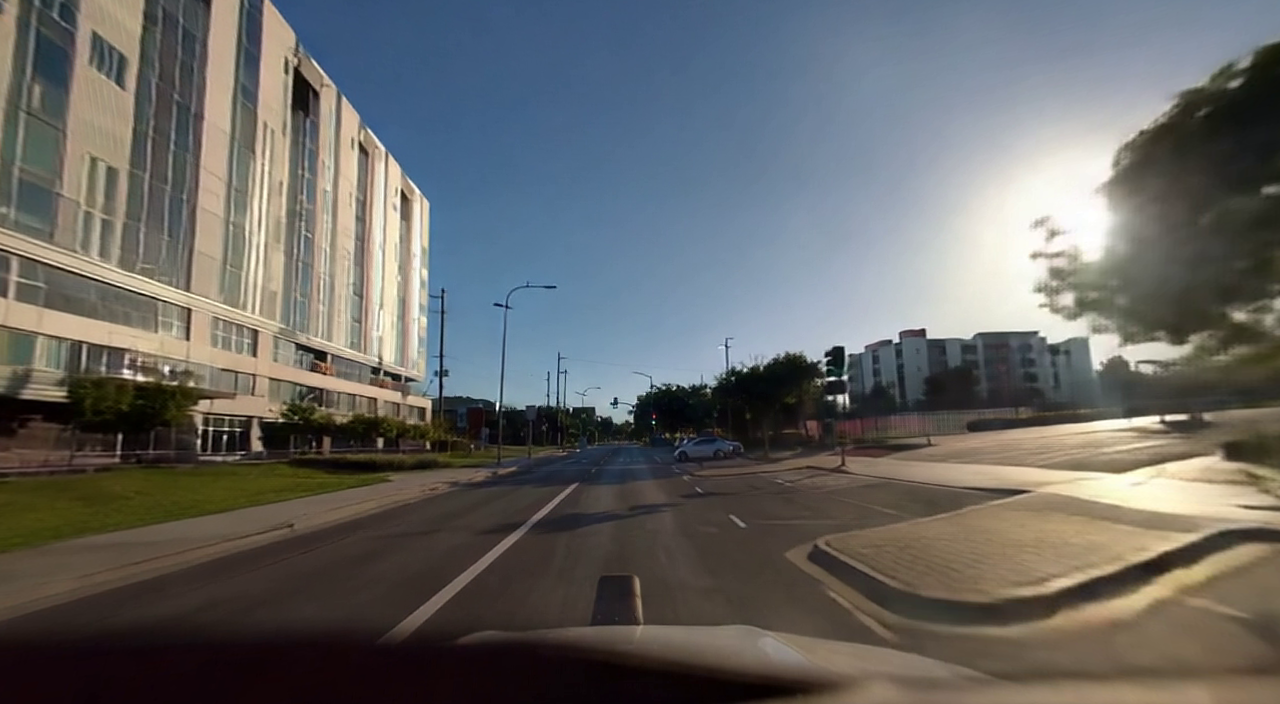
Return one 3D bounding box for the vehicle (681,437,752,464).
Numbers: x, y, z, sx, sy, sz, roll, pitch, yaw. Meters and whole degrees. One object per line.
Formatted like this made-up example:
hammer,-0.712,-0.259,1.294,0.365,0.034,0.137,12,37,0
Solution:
vehicle,4.576,5.798,37.354,3.844,1.524,1.847,5,-9,-32
